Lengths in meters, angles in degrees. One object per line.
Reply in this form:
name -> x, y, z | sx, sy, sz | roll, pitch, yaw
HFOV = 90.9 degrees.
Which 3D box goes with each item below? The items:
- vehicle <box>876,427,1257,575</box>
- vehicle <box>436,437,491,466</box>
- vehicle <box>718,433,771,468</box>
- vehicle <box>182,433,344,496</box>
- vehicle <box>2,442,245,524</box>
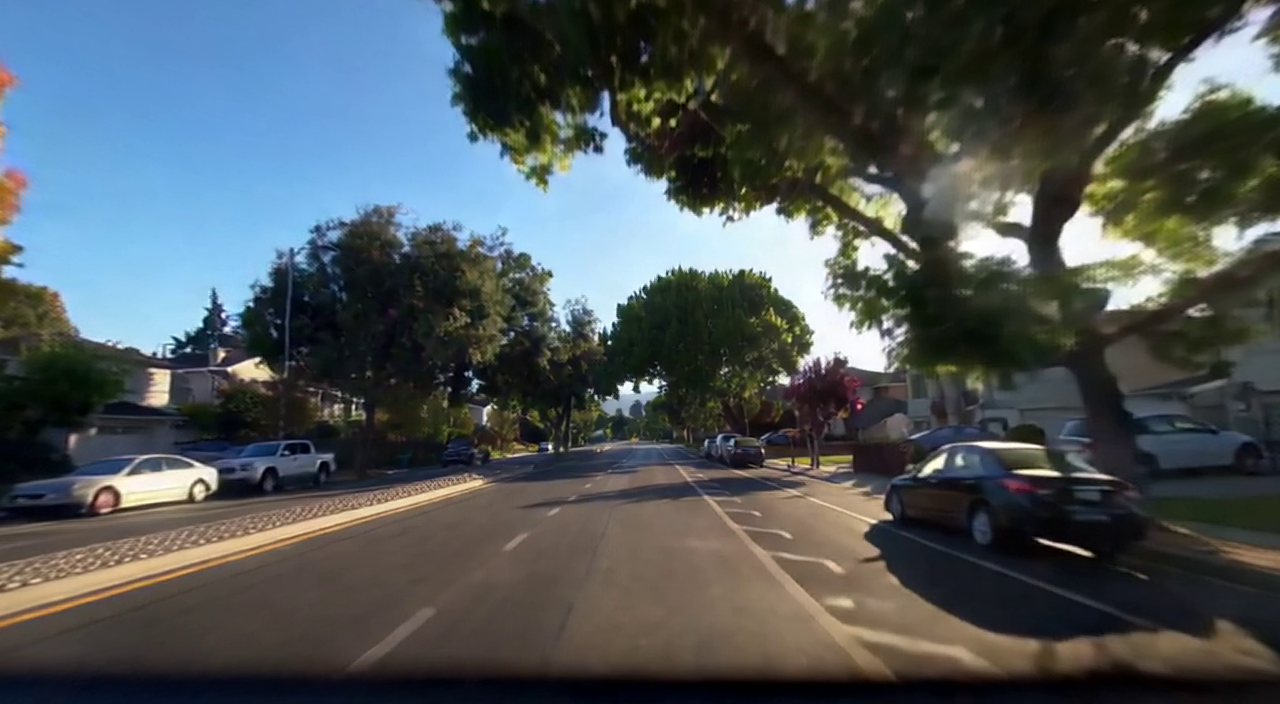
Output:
vehicle -> 5.079, 1.834, 8.452 | 2.059, 1.449, 4.168 | 0, -9, -2
vehicle -> -11.469, 6.482, 41.203 | 2.054, 1.704, 4.710 | -3, -8, 2
vehicle -> 5.253, 5.005, 32.316 | 1.885, 1.603, 5.235 | 0, -8, 1
vehicle -> -11.967, 3.587, 20.524 | 2.228, 1.766, 4.770 | 0, -8, 1
vehicle -> -12.008, 3.006, 15.215 | 1.940, 1.496, 4.654 | -2, -7, 0
